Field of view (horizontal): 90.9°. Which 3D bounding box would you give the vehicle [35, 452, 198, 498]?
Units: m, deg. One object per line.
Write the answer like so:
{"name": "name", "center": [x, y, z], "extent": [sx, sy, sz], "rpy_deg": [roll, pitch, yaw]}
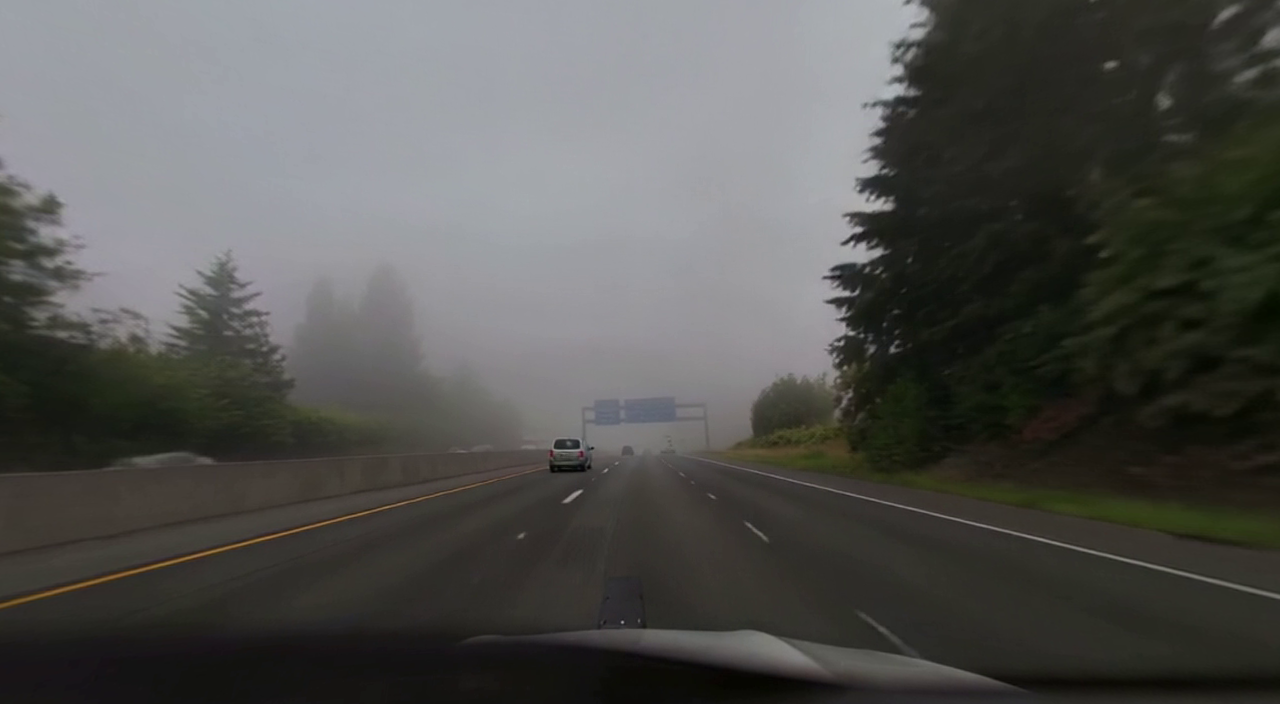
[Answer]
{"name": "vehicle", "center": [-19.237, 4.509, 23.526], "extent": [1.946, 1.461, 4.746], "rpy_deg": [0, -9, 1]}

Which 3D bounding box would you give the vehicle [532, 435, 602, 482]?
{"name": "vehicle", "center": [-2.719, 4.091, 24.466], "extent": [2.183, 1.662, 3.968], "rpy_deg": [0, -9, 1]}
